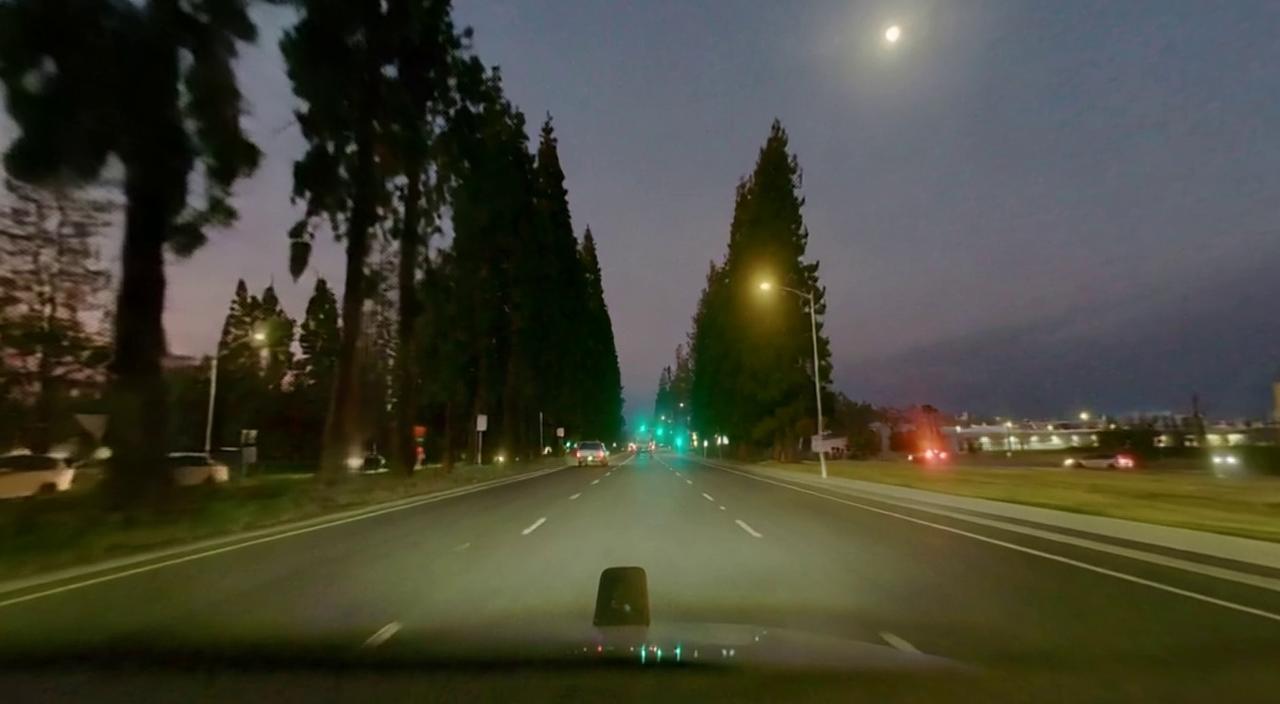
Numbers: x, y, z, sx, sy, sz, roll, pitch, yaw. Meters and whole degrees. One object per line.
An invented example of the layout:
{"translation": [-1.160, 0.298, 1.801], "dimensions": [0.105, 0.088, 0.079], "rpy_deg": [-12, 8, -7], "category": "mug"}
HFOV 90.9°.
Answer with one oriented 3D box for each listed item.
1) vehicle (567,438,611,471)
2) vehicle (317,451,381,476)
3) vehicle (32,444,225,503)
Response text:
{"translation": [-3.157, 6.466, 40.029], "dimensions": [2.255, 1.940, 4.822], "rpy_deg": [0, -8, 1], "category": "vehicle"}
{"translation": [-19.226, 7.347, 41.873], "dimensions": [1.874, 1.470, 4.679], "rpy_deg": [-1, -8, 2], "category": "vehicle"}
{"translation": [-16.785, 3.962, 21.136], "dimensions": [2.225, 1.719, 4.915], "rpy_deg": [-1, -8, 2], "category": "vehicle"}
